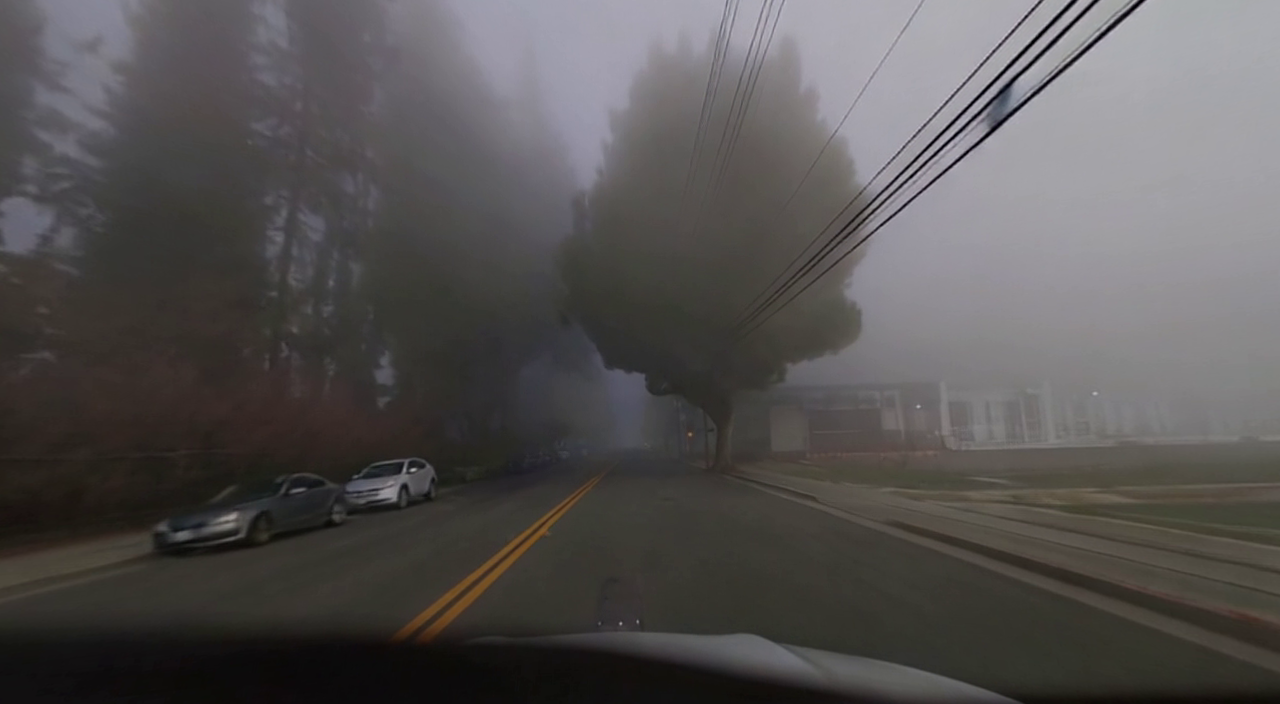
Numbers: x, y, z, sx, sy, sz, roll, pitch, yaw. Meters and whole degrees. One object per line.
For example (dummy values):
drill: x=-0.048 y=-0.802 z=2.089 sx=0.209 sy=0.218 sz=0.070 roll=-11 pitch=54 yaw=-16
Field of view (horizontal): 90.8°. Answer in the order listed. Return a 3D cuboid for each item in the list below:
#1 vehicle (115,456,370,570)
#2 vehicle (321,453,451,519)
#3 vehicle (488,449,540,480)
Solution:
vehicle: x=-6.676 y=2.674 z=11.363 sx=1.815 sy=1.402 sz=4.559 roll=-4 pitch=-8 yaw=-3
vehicle: x=-6.654 y=3.500 z=17.078 sx=1.815 sy=1.384 sz=4.357 roll=-3 pitch=-8 yaw=-1
vehicle: x=-6.741 y=6.062 z=34.330 sx=1.887 sy=1.460 sz=4.444 roll=-4 pitch=-8 yaw=0
